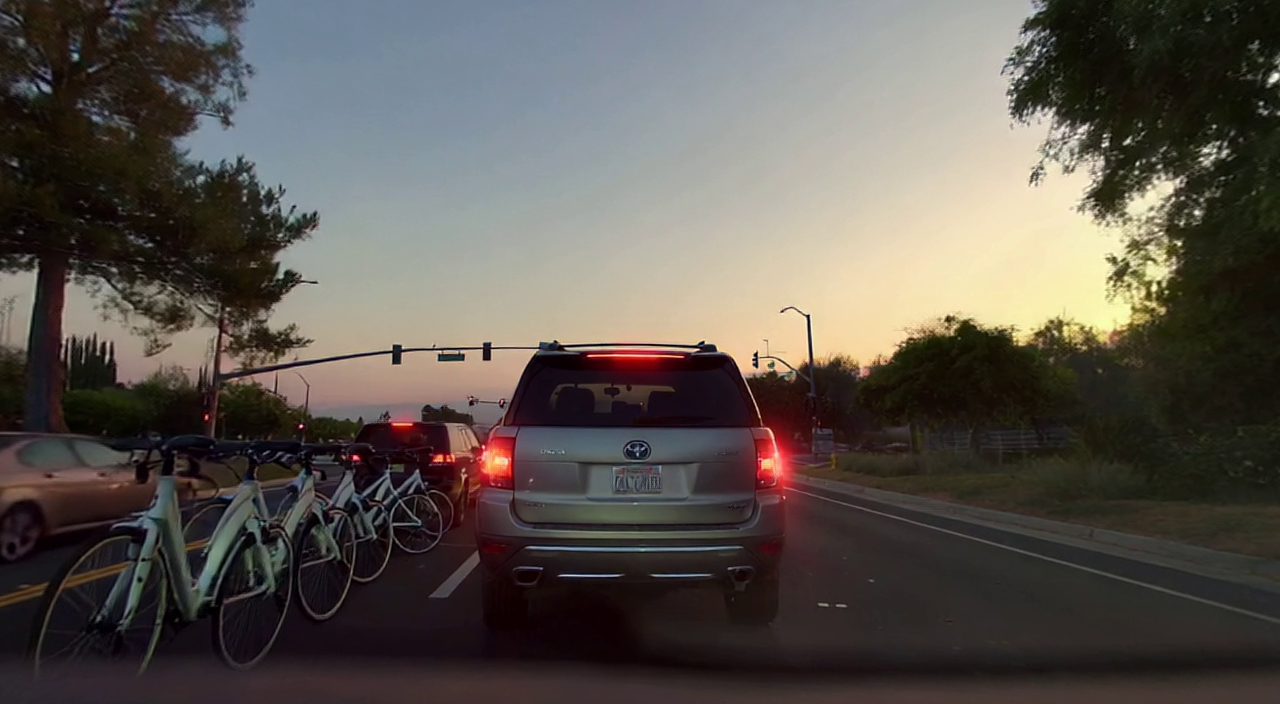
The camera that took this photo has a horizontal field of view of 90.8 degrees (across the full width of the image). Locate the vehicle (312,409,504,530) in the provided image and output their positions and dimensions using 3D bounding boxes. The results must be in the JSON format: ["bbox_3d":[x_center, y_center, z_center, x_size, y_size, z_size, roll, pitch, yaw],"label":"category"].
[{"bbox_3d":[-4.207,2.230,12.643,2.337,1.858,5.409,1,-9,-7],"label":"vehicle"}]

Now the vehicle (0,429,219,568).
[{"bbox_3d":[-8.007,1.790,8.209,2.026,1.479,4.712,0,-8,-4],"label":"vehicle"}]

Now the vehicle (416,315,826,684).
[{"bbox_3d":[-0.246,1.159,6.003,2.333,2.087,4.586,0,-8,-4],"label":"vehicle"}]

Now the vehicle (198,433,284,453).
[{"bbox_3d":[-30.203,6.912,47.884,5.107,1.499,1.778,1,-9,-8],"label":"vehicle"}]
